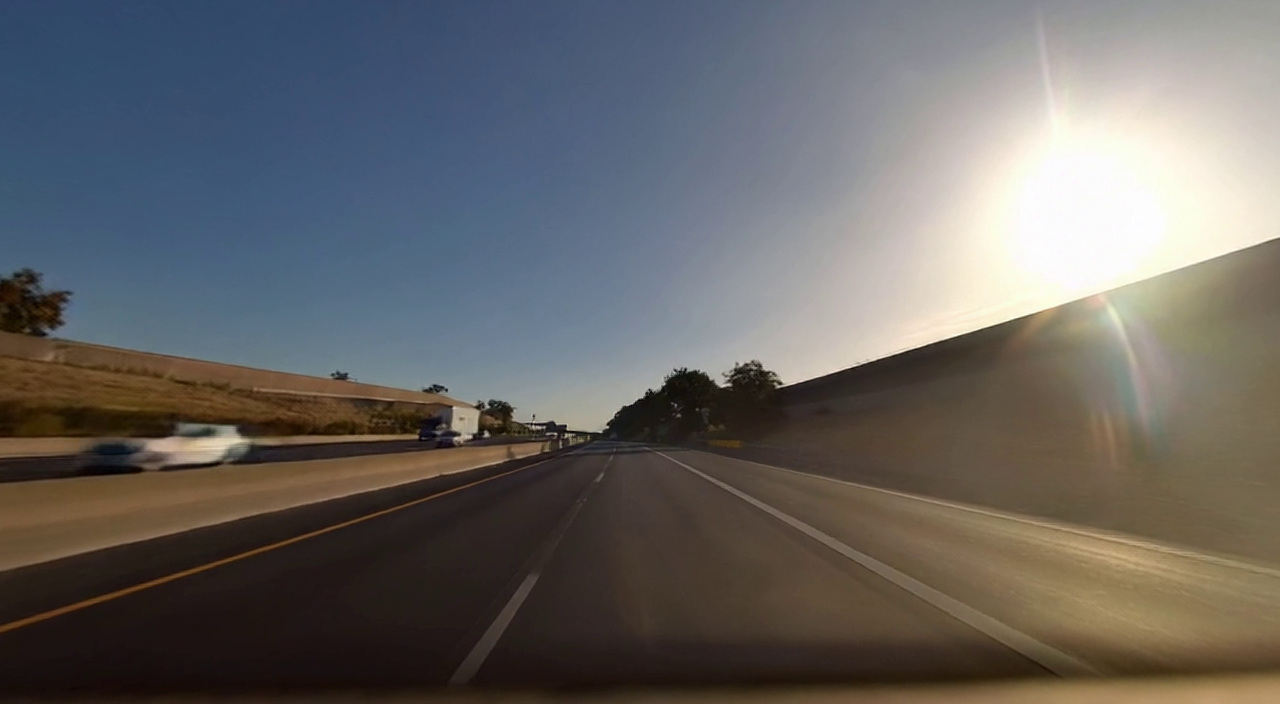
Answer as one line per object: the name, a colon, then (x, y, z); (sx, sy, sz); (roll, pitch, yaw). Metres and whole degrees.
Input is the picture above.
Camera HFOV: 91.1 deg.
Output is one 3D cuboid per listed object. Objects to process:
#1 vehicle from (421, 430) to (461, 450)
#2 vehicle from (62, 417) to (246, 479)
vehicle: (-15.672, 6.979, 49.723); (1.817, 1.483, 4.157); (0, -8, -1)
vehicle: (-12.872, 2.566, 17.045); (1.769, 1.468, 4.065); (0, -8, -1)
